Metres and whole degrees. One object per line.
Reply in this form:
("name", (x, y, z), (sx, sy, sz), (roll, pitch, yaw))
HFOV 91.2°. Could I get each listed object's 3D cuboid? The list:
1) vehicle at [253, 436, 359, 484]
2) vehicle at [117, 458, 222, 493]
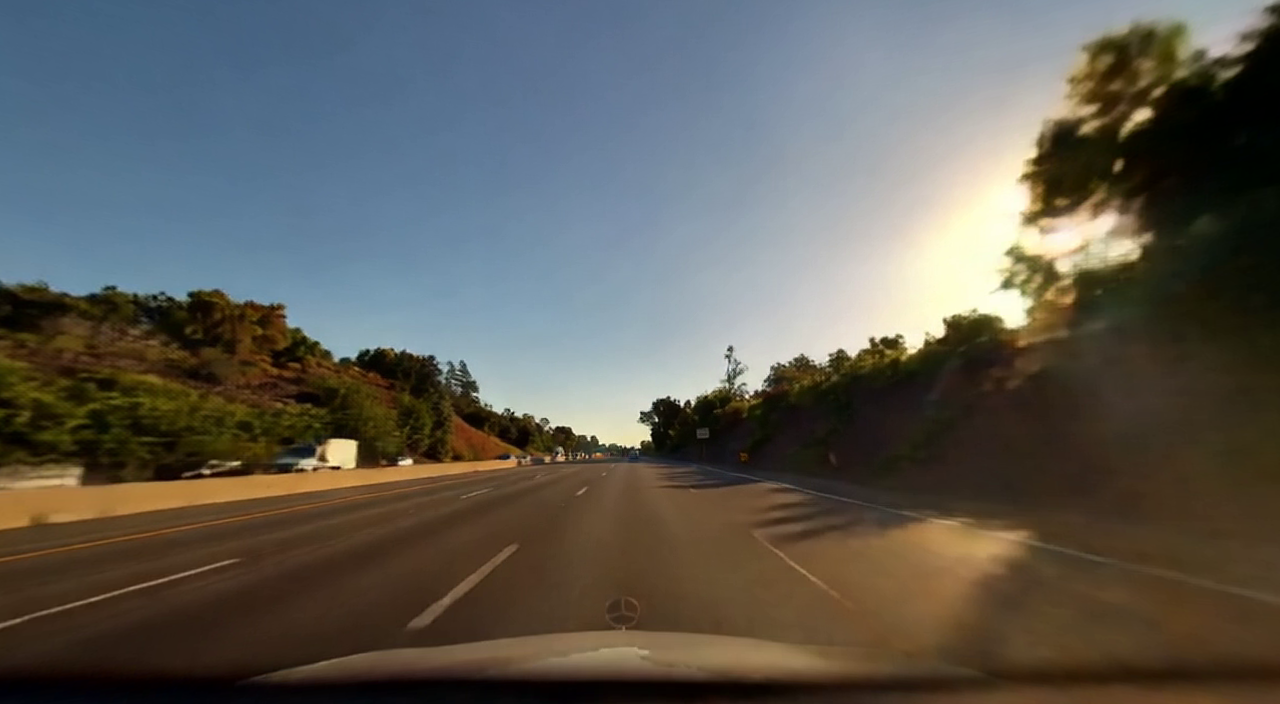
("vehicle", (-18.901, 6.142, 35.964), (2.341, 2.454, 6.780), (0, -9, 0))
("vehicle", (-26.275, 6.880, 35.276), (2.016, 1.742, 5.039), (0, -9, -1))
